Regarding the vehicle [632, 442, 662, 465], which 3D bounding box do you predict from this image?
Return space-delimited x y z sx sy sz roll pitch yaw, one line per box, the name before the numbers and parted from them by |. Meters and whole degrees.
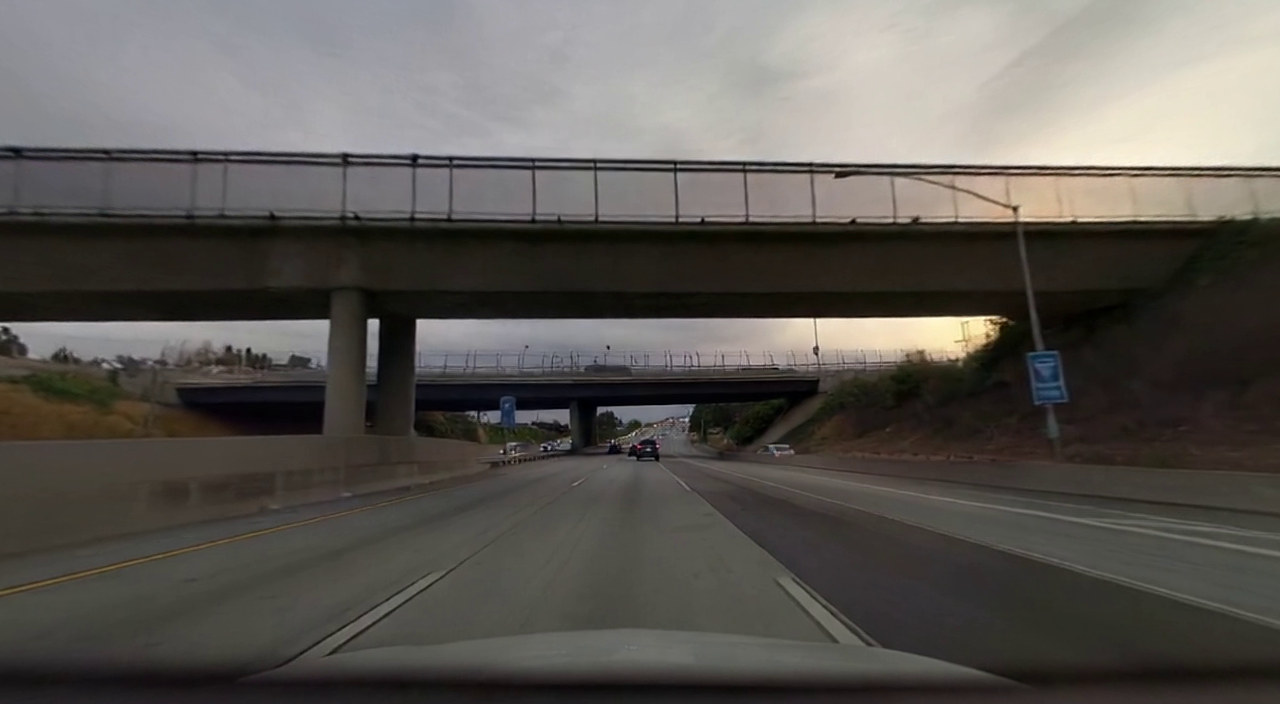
vehicle | 0.490 7.665 47.820 2.108 1.658 3.787 0 -8 -1
